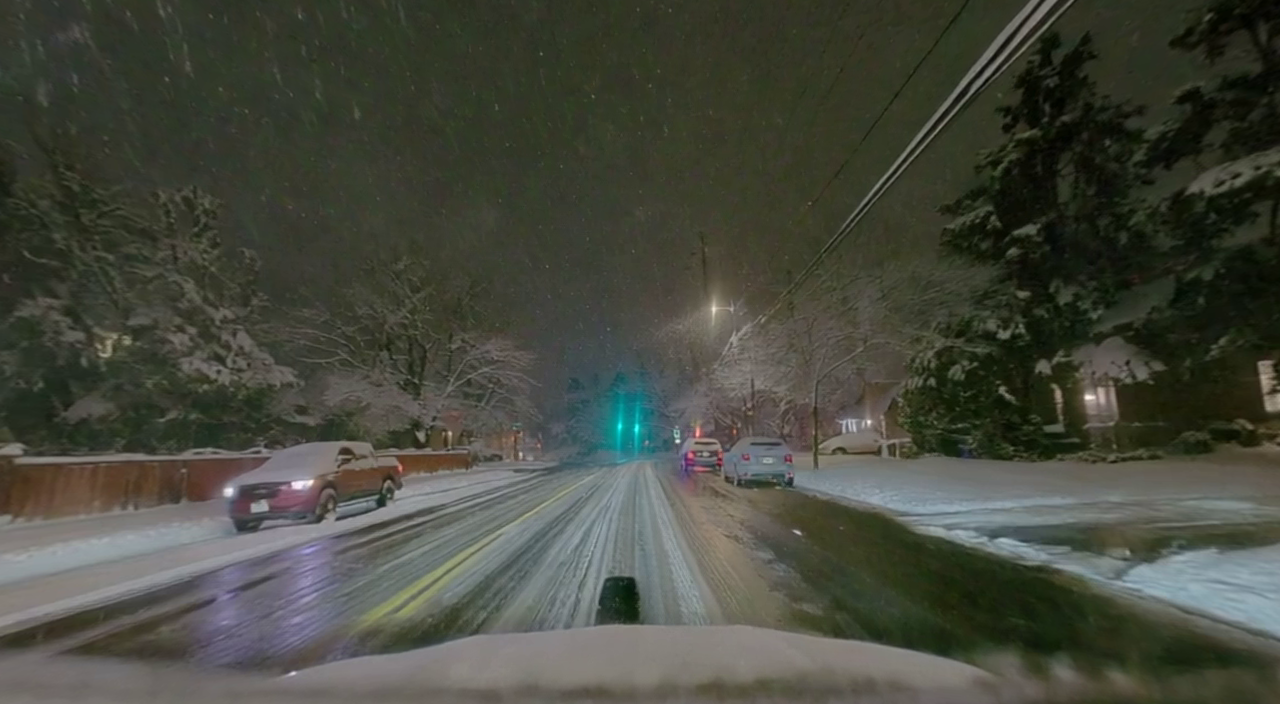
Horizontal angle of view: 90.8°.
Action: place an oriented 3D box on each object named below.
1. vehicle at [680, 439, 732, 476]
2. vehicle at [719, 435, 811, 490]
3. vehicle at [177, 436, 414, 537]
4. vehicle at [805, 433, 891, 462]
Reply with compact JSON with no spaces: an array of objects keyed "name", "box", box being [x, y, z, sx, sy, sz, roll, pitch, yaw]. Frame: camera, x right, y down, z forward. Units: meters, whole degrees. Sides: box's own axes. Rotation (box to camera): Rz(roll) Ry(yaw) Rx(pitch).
[{"name":"vehicle","box":[3.045,4.983,30.171,2.037,1.595,4.536,-1,-8,0]},{"name":"vehicle","box":[3.975,3.611,20.981,2.043,1.585,4.687,0,-8,-1]},{"name":"vehicle","box":[-6.967,2.718,13.485,2.119,1.760,4.294,-2,-9,10]},{"name":"vehicle","box":[12.368,5.720,37.814,4.470,1.624,2.047,-1,-9,5]}]
